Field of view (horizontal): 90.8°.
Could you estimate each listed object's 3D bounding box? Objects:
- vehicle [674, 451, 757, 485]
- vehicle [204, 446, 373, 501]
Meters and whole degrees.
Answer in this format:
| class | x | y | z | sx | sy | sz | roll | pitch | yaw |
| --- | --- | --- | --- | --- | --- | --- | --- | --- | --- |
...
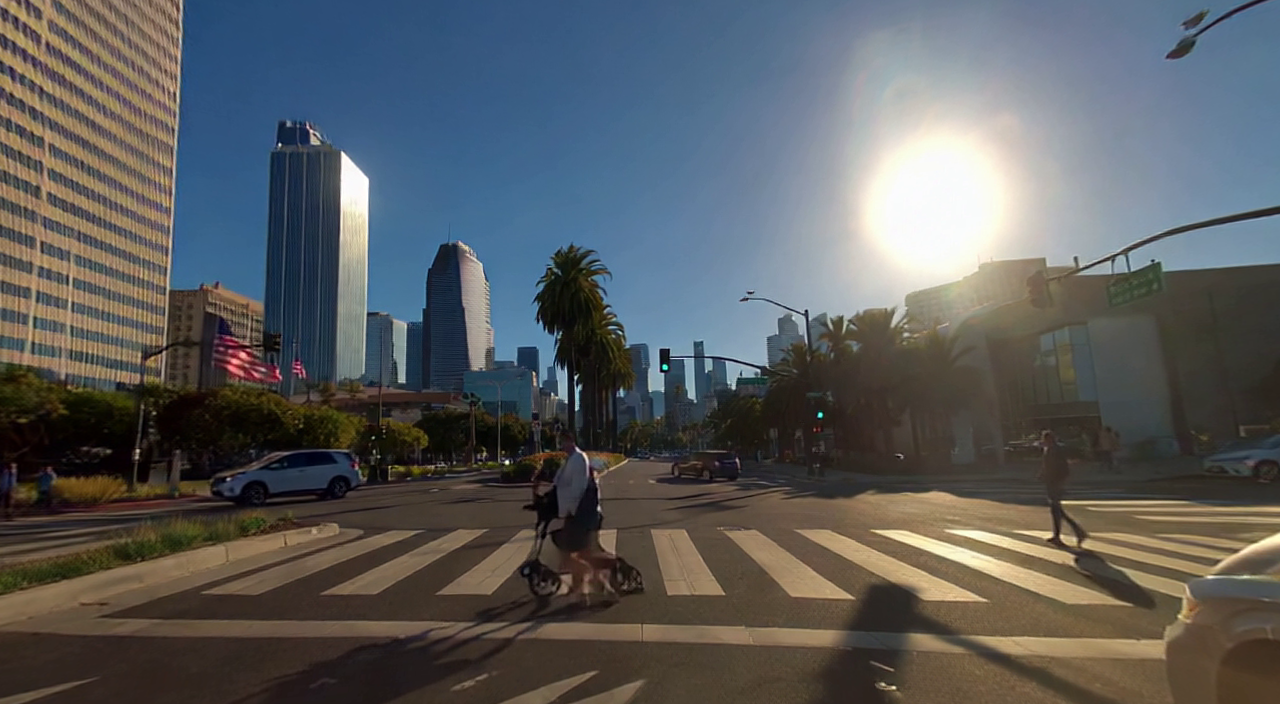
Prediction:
| class | x | y | z | sx | sy | sz | roll | pitch | yaw |
| --- | --- | --- | --- | --- | --- | --- | --- | --- | --- |
| vehicle | 3.653 | 5.676 | 31.281 | 2.000 | 1.525 | 4.273 | 4 | -10 | -27 |
| vehicle | -11.308 | 3.915 | 20.740 | 4.499 | 1.594 | 1.898 | 3 | -9 | -20 |
